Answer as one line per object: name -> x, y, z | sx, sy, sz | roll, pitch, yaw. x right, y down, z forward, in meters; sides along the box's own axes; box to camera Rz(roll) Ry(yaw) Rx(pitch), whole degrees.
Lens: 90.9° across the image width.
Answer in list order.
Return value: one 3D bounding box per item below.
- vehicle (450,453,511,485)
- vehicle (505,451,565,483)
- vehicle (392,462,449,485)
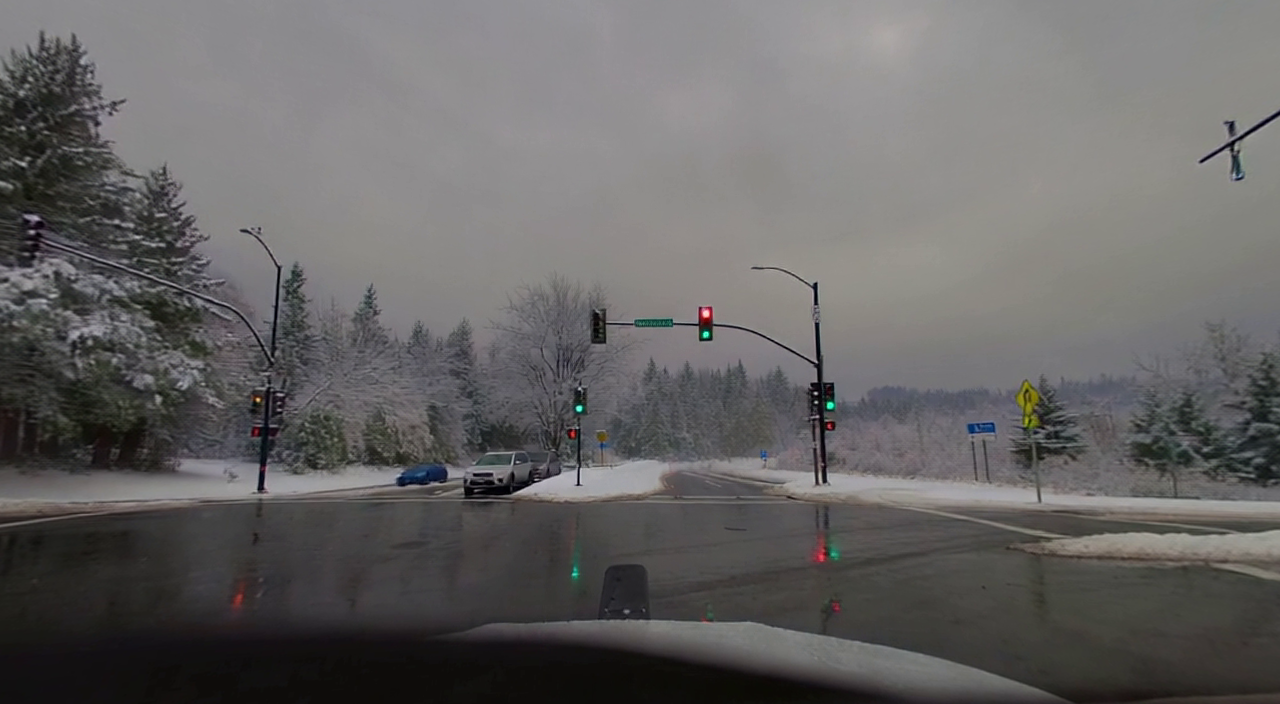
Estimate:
vehicle -> -8.040, 5.901, 32.113 | 1.960, 1.433, 4.213 | 0, -8, 1
vehicle -> -5.247, 5.792, 32.104 | 2.107, 1.456, 4.728 | 0, -8, 1
vehicle -> -16.427, 9.122, 47.433 | 2.029, 1.500, 4.491 | -2, -9, 11
